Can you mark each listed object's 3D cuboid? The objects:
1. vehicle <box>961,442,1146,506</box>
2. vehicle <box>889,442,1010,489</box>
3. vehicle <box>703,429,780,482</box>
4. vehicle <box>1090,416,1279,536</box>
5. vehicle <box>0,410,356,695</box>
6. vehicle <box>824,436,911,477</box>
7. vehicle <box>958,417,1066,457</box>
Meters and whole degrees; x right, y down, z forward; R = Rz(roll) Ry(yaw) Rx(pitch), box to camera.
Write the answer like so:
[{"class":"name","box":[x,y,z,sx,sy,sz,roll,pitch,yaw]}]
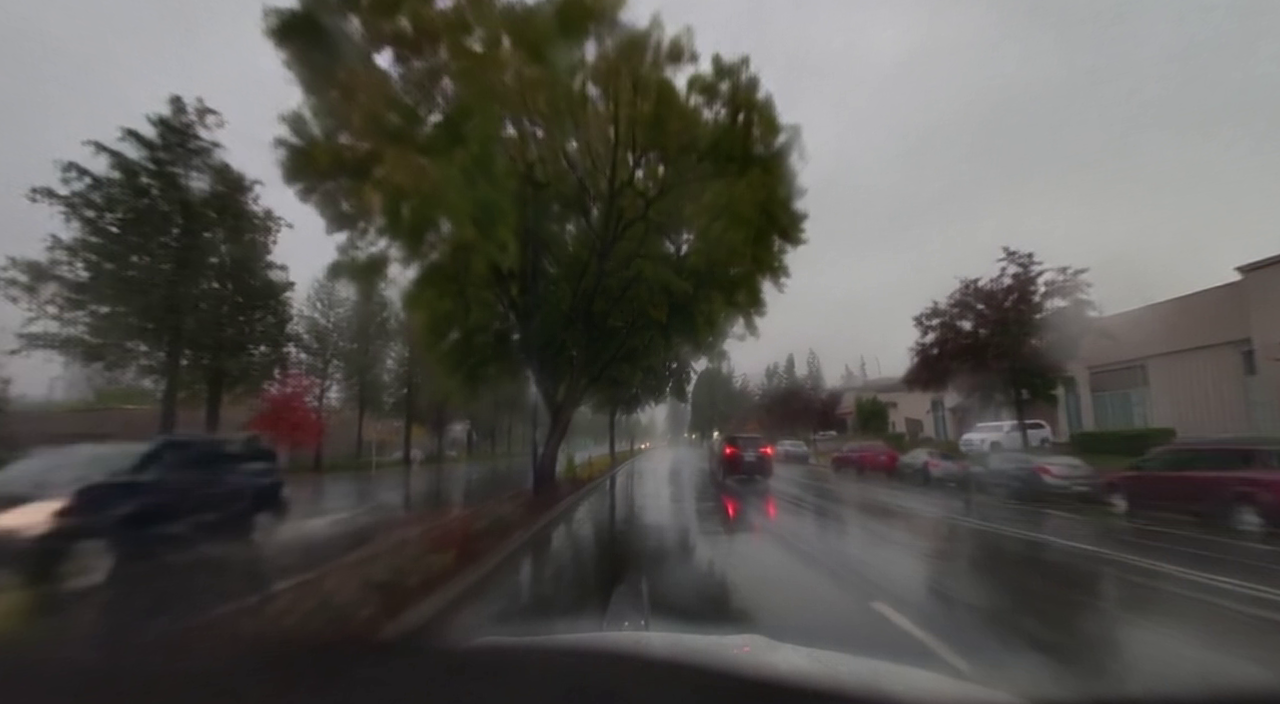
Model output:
[{"class":"vehicle","box":[10.632,3.131,16.711,1.853,1.458,4.480,0,-9,0]},{"class":"vehicle","box":[10.842,3.994,22.540,1.893,1.467,4.760,0,-9,0]},{"class":"vehicle","box":[3.825,4.009,24.579,2.183,1.845,4.482,0,-9,-1]},{"class":"vehicle","box":[10.502,2.049,10.721,1.989,1.768,4.977,0,-9,0]},{"class":"vehicle","box":[-4.439,1.368,5.437,2.031,1.478,4.434,0,-9,-2]},{"class":"vehicle","box":[10.799,4.995,30.359,2.247,1.799,5.025,0,-9,-1]},{"class":"vehicle","box":[19.767,4.622,33.905,2.175,1.965,5.909,0,-9,0]}]
